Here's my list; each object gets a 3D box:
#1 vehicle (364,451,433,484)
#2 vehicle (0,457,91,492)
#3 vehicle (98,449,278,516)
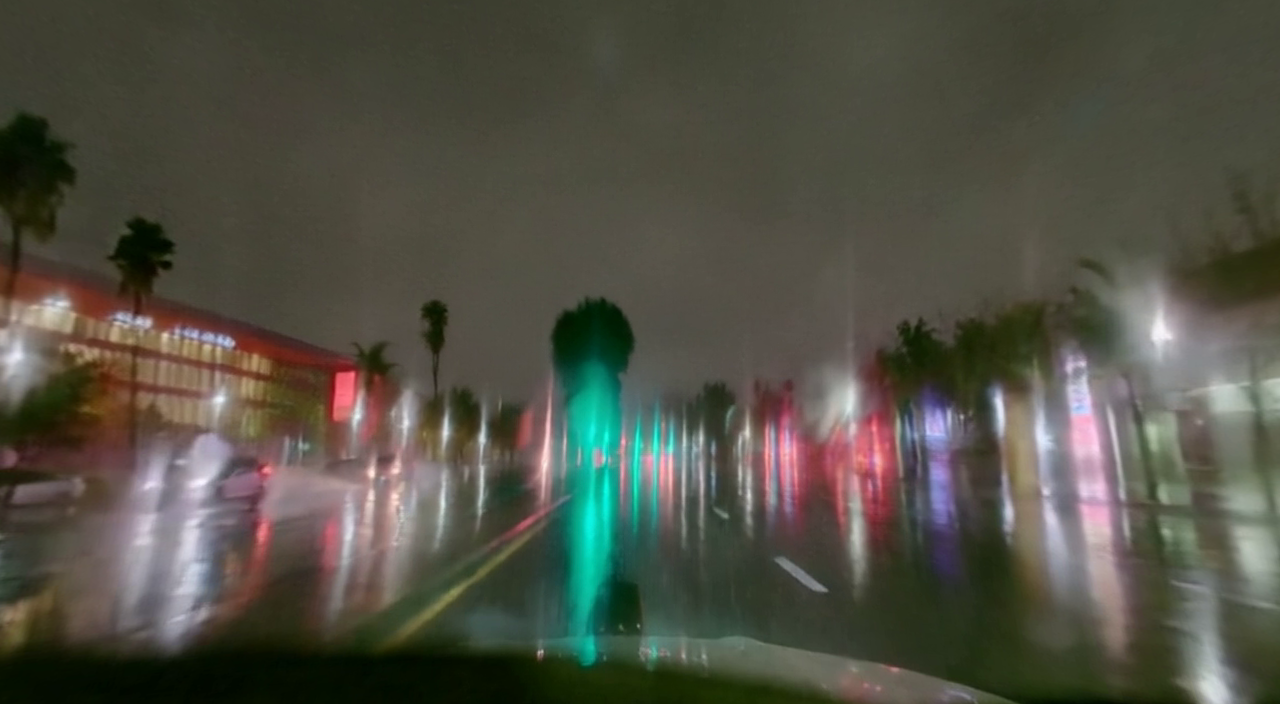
[{"bbox_3d":[-13.039,6.236,34.396,2.036,1.590,4.495,0,-8,-1],"label":"vehicle"},{"bbox_3d":[-32.200,6.498,33.458,4.245,1.642,2.013,-2,-9,-3],"label":"vehicle"},{"bbox_3d":[-12.843,3.678,18.432,1.923,1.641,4.551,0,-8,-1],"label":"vehicle"}]
